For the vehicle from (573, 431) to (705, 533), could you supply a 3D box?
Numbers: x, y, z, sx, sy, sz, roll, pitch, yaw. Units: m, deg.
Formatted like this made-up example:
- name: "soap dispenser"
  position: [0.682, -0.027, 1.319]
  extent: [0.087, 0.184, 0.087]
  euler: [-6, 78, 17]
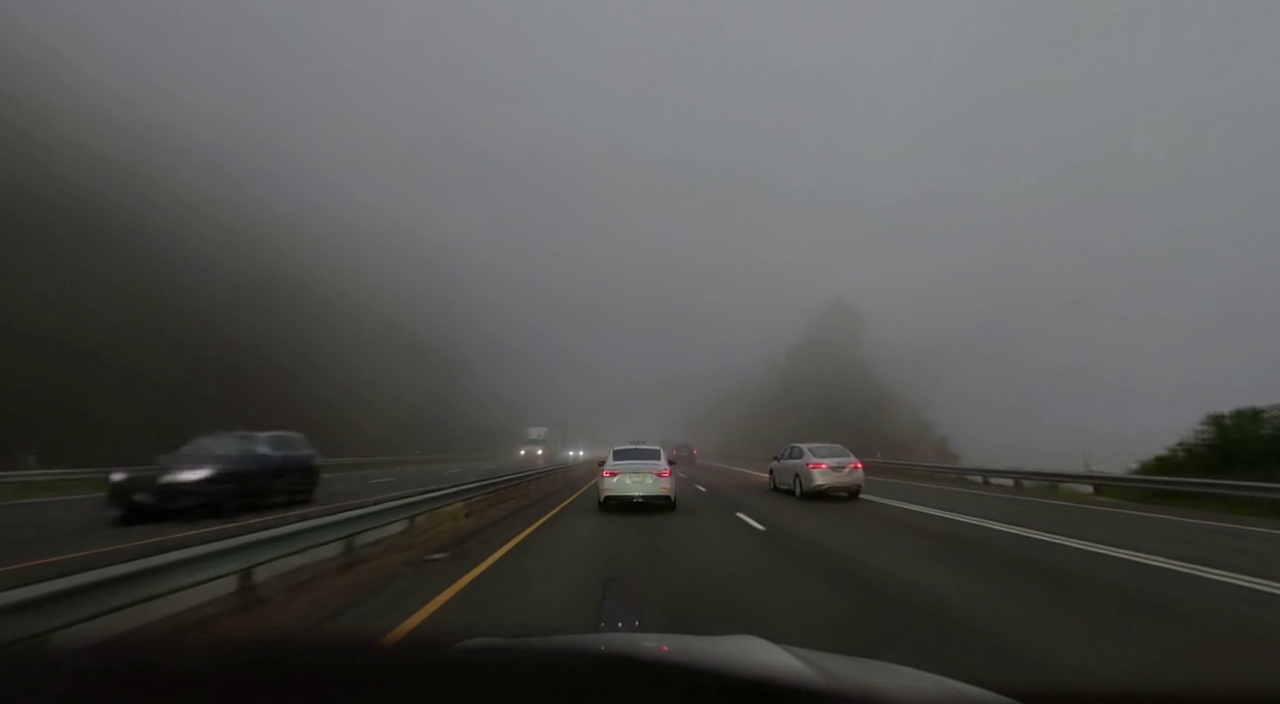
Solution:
- name: "vehicle"
  position: [-0.060, 2.349, 11.848]
  extent: [2.088, 1.580, 3.657]
  euler: [0, -9, -1]

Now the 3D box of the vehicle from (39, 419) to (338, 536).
- name: "vehicle"
  position: [-8.639, 2.446, 12.923]
  extent: [2.178, 1.875, 5.264]
  euler: [0, -9, 0]

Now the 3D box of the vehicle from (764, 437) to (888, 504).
- name: "vehicle"
  position: [4.648, 3.013, 16.377]
  extent: [1.931, 1.516, 3.995]
  euler: [0, -9, -1]
